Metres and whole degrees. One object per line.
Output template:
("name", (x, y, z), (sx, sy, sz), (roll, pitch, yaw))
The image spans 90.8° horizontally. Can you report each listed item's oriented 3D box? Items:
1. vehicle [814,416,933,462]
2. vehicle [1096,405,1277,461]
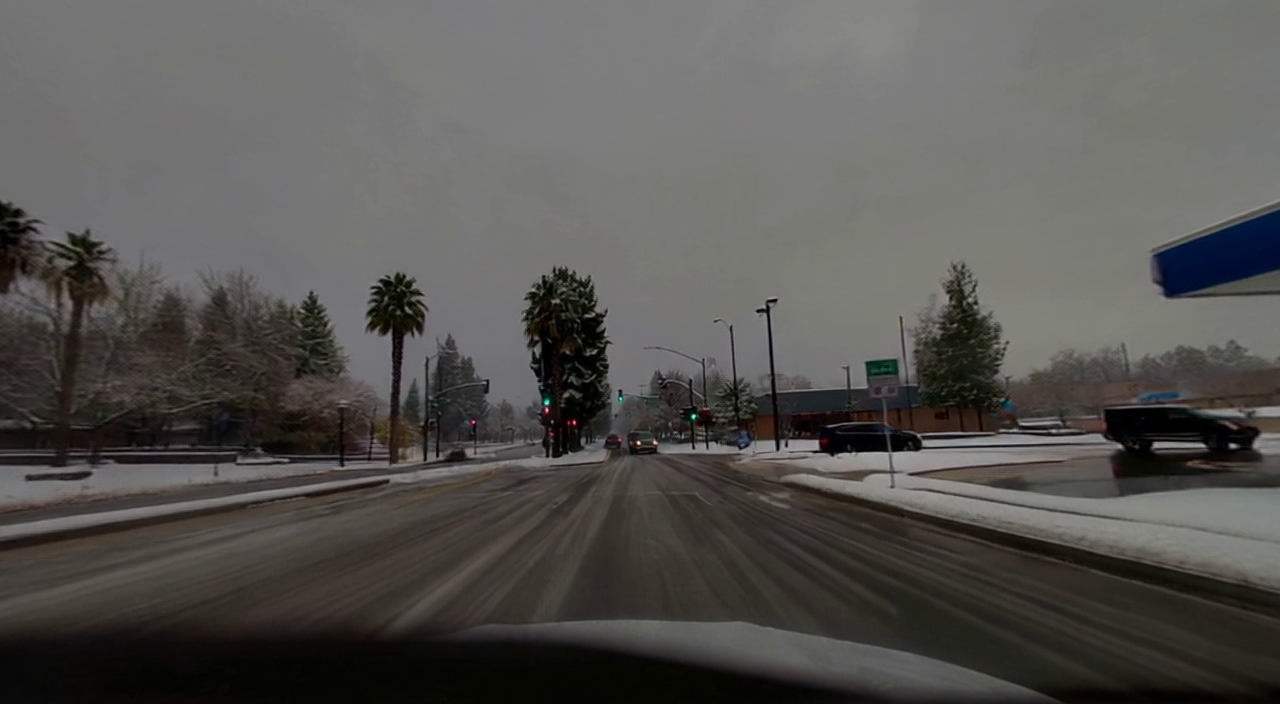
("vehicle", (11.697, 4.369, 31.453), (6.059, 2.082, 2.703), (7, -11, -38))
("vehicle", (18.441, 2.761, 21.483), (4.389, 1.803, 1.849), (0, -8, -1))
